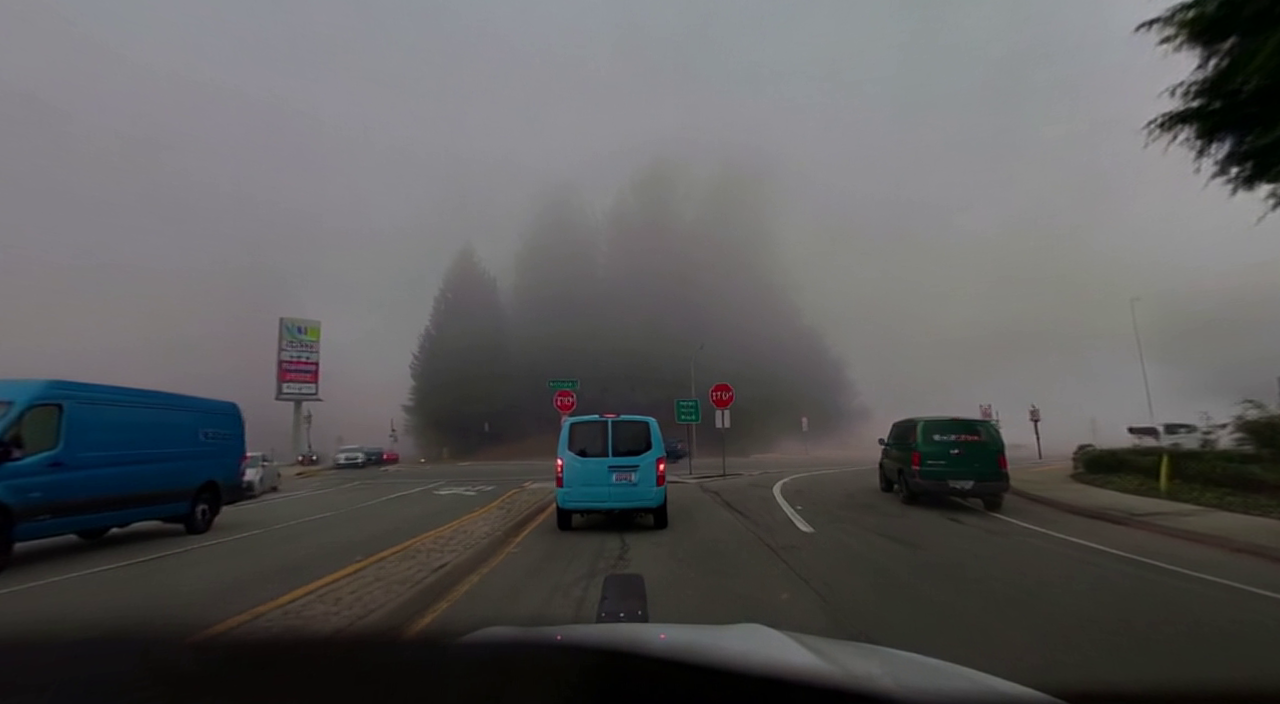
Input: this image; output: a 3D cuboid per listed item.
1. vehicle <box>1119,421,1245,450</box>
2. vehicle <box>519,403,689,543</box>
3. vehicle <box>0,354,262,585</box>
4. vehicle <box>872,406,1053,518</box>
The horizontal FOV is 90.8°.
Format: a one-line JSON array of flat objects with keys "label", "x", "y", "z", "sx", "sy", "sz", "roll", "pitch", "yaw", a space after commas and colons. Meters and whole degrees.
[{"label": "vehicle", "x": 29.561, "y": 4.592, "z": 34.563, "sx": 5.155, "sy": 1.515, "sz": 2.131, "roll": 1, "pitch": -8, "yaw": -6}, {"label": "vehicle", "x": -0.378, "y": 1.931, "z": 10.659, "sx": 2.237, "sy": 1.828, "sz": 4.546, "roll": -1, "pitch": -8, "yaw": 3}, {"label": "vehicle", "x": -7.986, "y": 1.541, "z": 8.649, "sx": 2.426, "sy": 2.410, "sz": 5.046, "roll": 0, "pitch": -8, "yaw": 0}, {"label": "vehicle", "x": 6.716, "y": 2.352, "z": 13.923, "sx": 2.204, "sy": 1.973, "sz": 4.946, "roll": -2, "pitch": -9, "yaw": 12}]
